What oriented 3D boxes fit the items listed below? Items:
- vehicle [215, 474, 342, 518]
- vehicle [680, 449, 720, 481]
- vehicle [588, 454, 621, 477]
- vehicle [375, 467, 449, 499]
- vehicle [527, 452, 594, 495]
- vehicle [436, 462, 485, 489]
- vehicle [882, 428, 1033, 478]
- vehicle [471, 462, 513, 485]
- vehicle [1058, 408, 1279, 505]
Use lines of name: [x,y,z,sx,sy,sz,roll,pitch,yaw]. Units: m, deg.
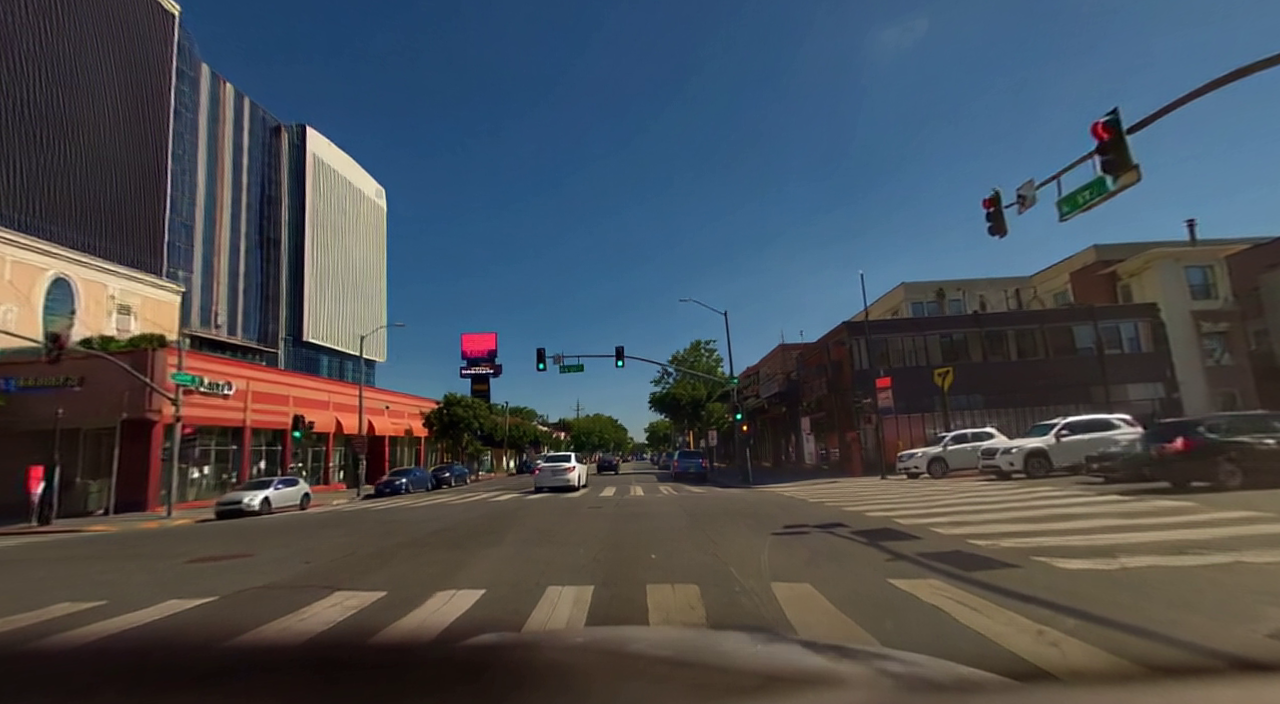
vehicle: [-15.298,6.082,26.998,1.999,1.466,4.535,-2,-9,15]
vehicle: [3.521,6.710,37.805,1.924,1.765,3.954,0,-8,-1]
vehicle: [-2.509,8.149,45.535,1.916,1.487,4.535,0,-8,2]
vehicle: [-12.207,7.011,34.086,1.934,1.434,4.636,-1,-8,5]
vehicle: [-3.017,4.677,24.687,1.973,1.496,3.713,0,-8,2]
vehicle: [-11.820,8.143,41.792,1.933,1.628,3.973,0,-8,2]
vehicle: [11.176,3.582,22.424,4.288,1.689,1.909,0,-8,1]
vehicle: [-11.418,9.365,48.849,2.041,1.526,4.749,0,-8,0]
vehicle: [10.347,1.804,11.106,4.540,1.480,2.153,1,-8,-7]
